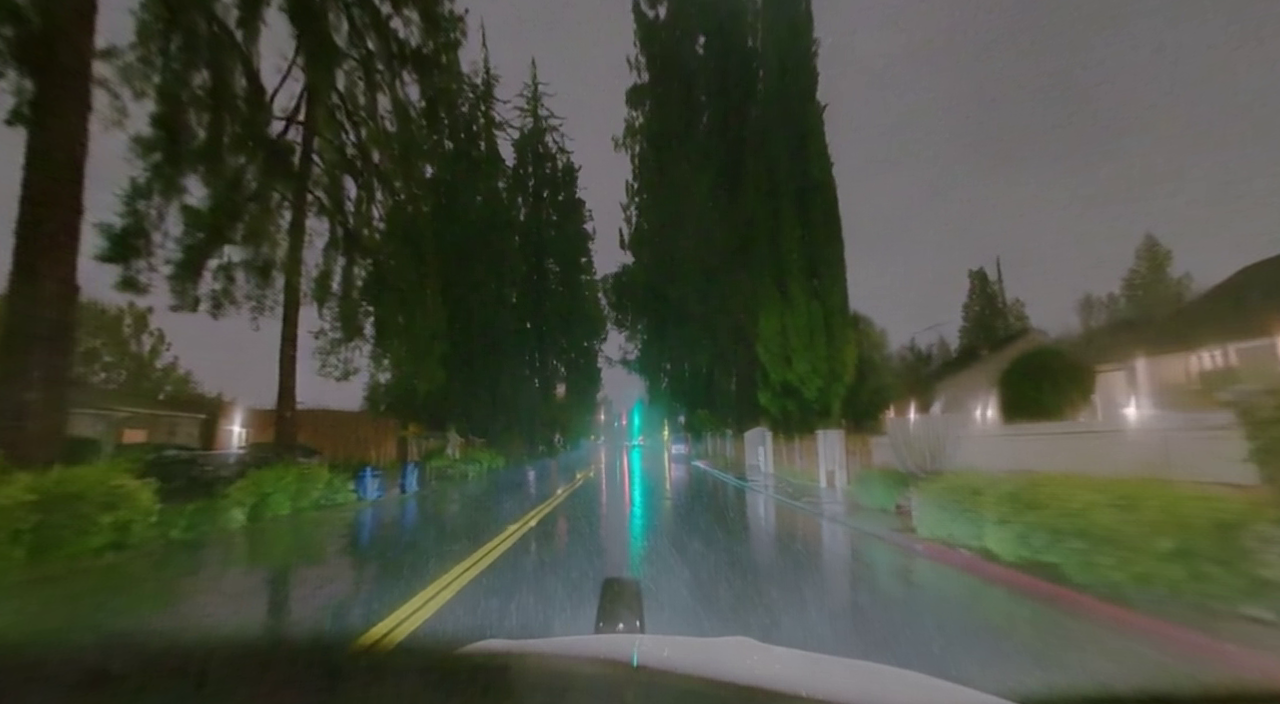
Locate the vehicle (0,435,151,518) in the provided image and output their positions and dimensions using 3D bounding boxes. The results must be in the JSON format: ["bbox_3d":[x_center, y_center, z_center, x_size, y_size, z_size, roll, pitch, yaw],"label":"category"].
[{"bbox_3d":[-14.980,2.917,15.001,2.066,1.852,4.782,-6,-10,33],"label":"vehicle"}]

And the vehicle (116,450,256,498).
[{"bbox_3d":[-15.528,4.094,21.601,4.273,1.459,2.000,-4,-9,26],"label":"vehicle"}]

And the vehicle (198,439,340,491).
[{"bbox_3d":[-14.381,4.320,24.435,5.275,1.807,2.279,-5,-9,29],"label":"vehicle"}]

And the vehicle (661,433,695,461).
[{"bbox_3d":[2.669,6.746,45.083,2.125,1.861,4.564,0,-8,0],"label":"vehicle"}]
